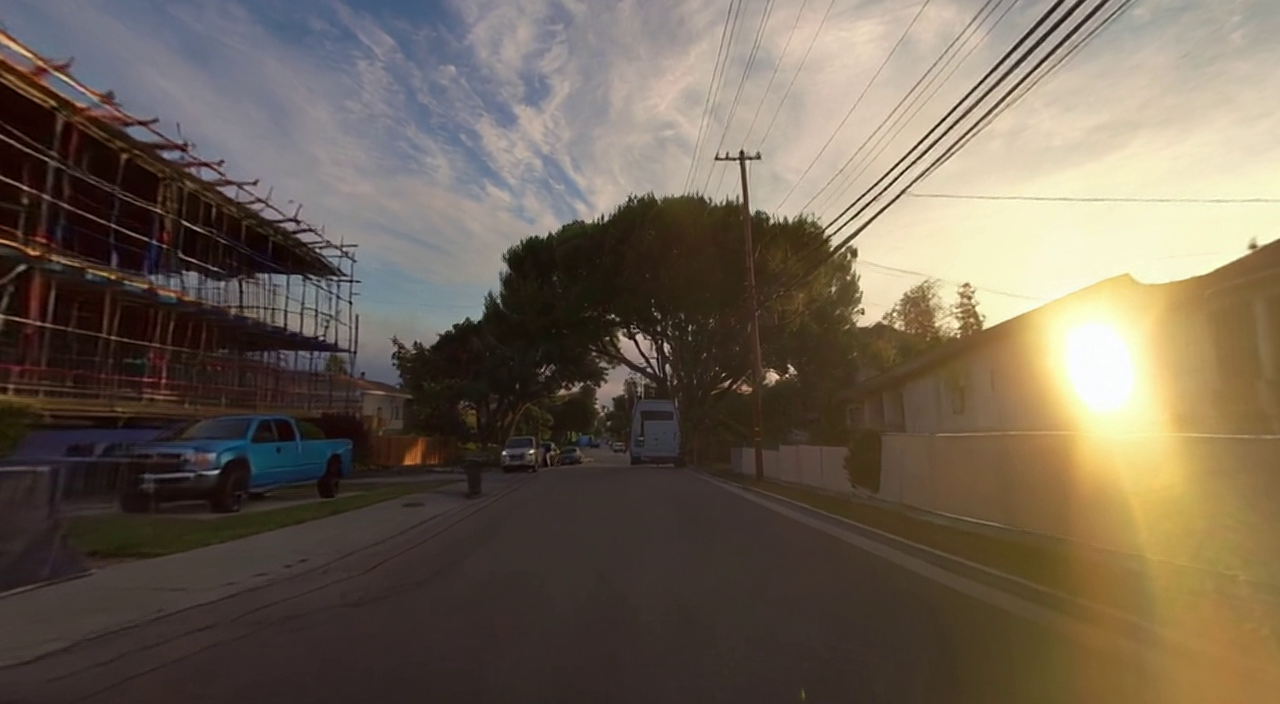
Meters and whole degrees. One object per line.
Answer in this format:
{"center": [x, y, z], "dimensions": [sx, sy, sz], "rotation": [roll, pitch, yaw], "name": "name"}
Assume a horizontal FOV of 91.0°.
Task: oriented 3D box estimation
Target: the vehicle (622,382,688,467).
{"center": [0.658, 4.104, 33.928], "dimensions": [2.915, 3.793, 9.963], "rotation": [2, -9, 0], "name": "vehicle"}

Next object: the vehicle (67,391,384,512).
{"center": [-7.777, 1.994, 12.874], "dimensions": [2.238, 1.895, 5.648], "rotation": [-1, -8, 5], "name": "vehicle"}

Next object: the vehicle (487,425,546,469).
{"center": [-6.382, 4.887, 32.994], "dimensions": [2.171, 1.910, 4.789], "rotation": [-1, -4, 0], "name": "vehicle"}

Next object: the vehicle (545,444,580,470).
{"center": [-6.066, 8.231, 49.747], "dimensions": [2.257, 1.916, 5.089], "rotation": [0, -8, -2], "name": "vehicle"}
